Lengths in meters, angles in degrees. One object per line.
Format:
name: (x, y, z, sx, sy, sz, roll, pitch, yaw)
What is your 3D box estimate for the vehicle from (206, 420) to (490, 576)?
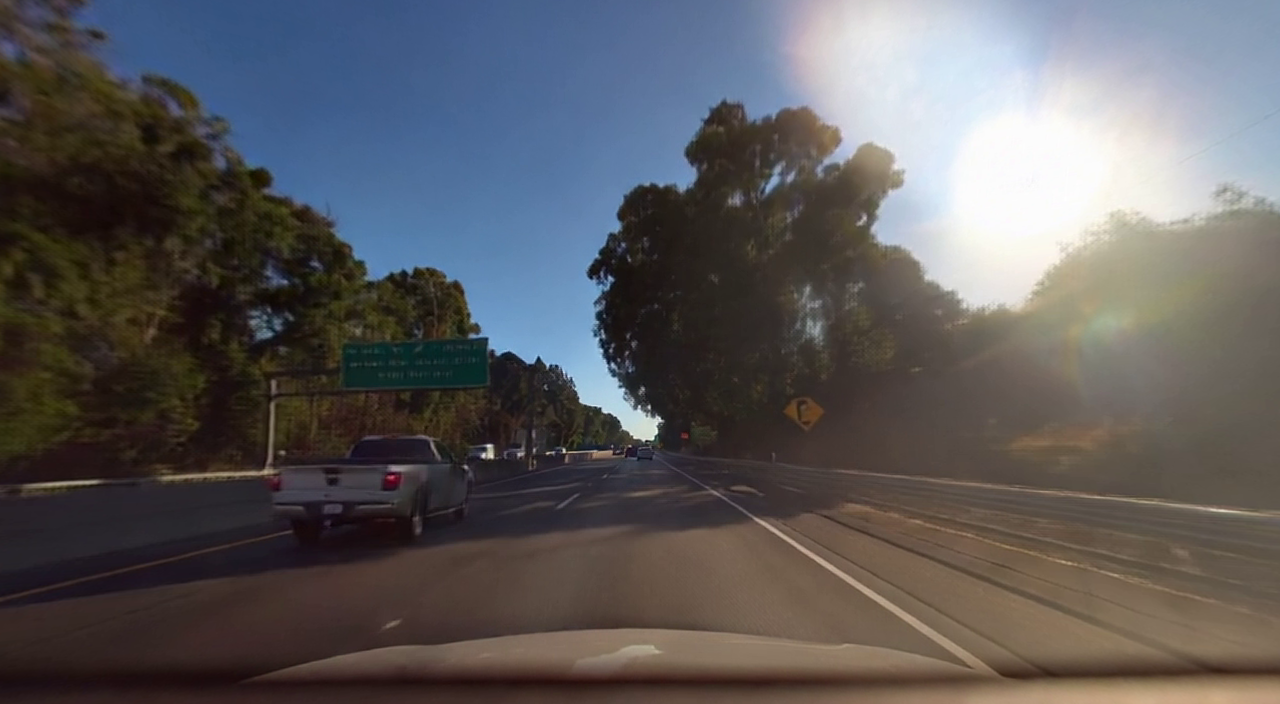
vehicle: (-3.594, 1.863, 8.766, 2.009, 1.638, 3.968, 0, -9, 0)
